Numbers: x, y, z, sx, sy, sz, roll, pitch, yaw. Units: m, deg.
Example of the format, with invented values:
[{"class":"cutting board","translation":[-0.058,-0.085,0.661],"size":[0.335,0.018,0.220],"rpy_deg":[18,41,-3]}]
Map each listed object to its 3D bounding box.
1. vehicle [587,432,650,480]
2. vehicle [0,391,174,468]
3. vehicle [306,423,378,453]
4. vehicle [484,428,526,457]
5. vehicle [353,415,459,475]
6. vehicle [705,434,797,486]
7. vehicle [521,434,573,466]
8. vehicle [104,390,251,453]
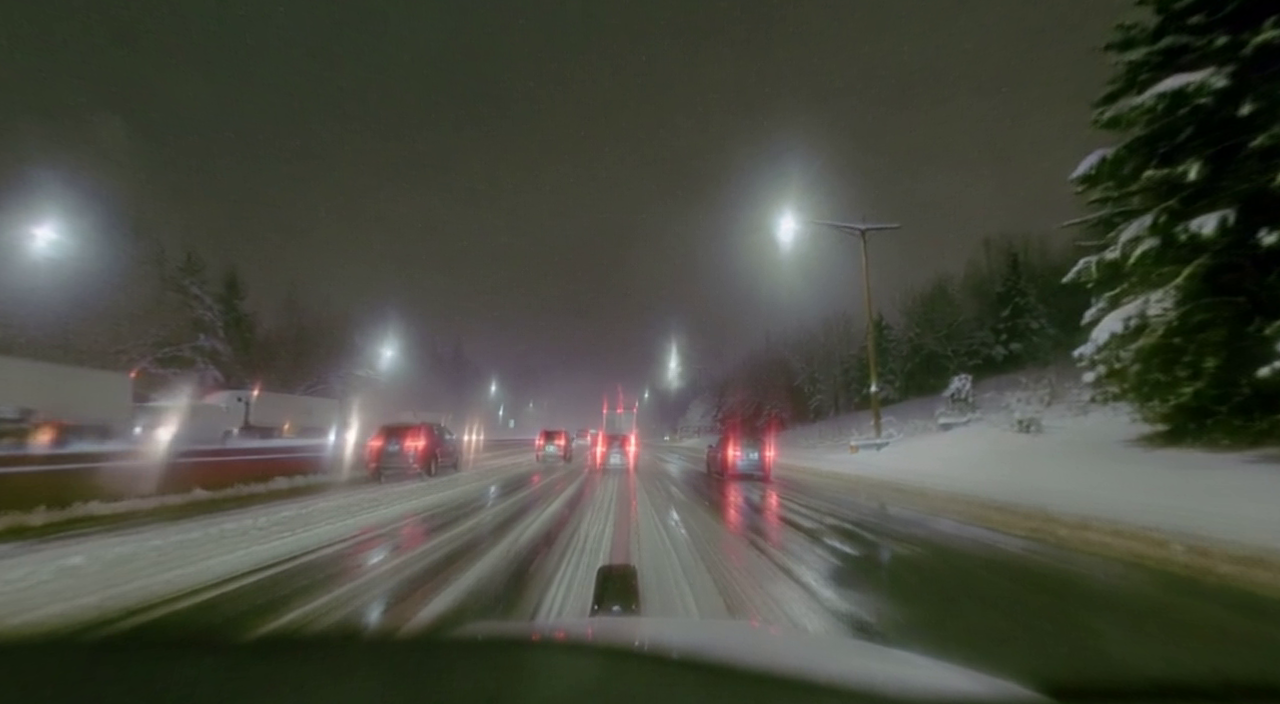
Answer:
[{"class":"vehicle","translation":[-0.723,3.521,21.573],"size":[1.980,1.478,3.758],"rpy_deg":[0,-8,-2]},{"class":"vehicle","translation":[-15.017,2.085,16.754],"size":[1.919,1.761,4.413],"rpy_deg":[0,-8,-2]},{"class":"vehicle","translation":[-15.913,4.625,33.816],"size":[1.977,1.542,4.157],"rpy_deg":[0,-8,-3]},{"class":"vehicle","translation":[-9.105,6.147,42.775],"size":[1.992,1.838,4.493],"rpy_deg":[0,-8,-2]},{"class":"vehicle","translation":[-8.413,3.395,23.180],"size":[2.158,1.943,4.662],"rpy_deg":[0,-8,-1]},{"class":"vehicle","translation":[3.444,3.432,20.426],"size":[1.981,1.474,4.396],"rpy_deg":[0,-8,-3]},{"class":"vehicle","translation":[-4.608,4.905,31.822],"size":[2.046,1.493,4.384],"rpy_deg":[0,-8,-1]},{"class":"vehicle","translation":[-19.515,3.025,26.949],"size":[2.297,2.410,5.389],"rpy_deg":[0,-8,-2]}]
